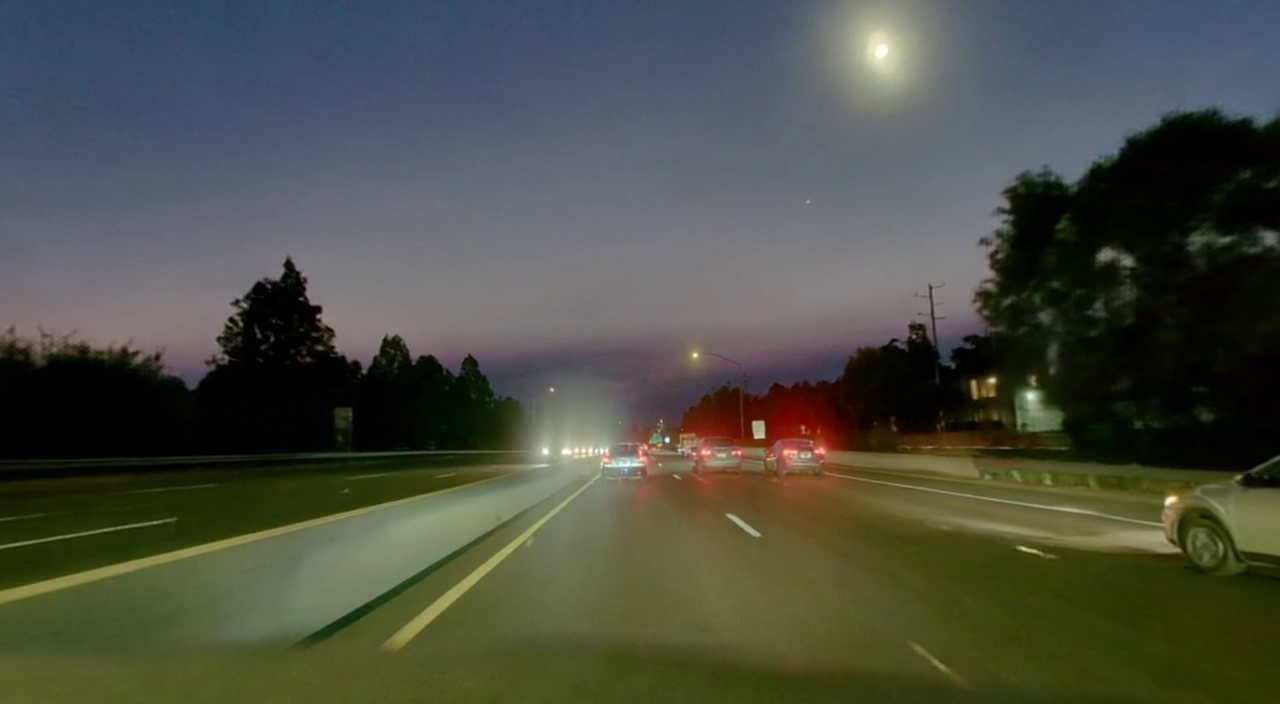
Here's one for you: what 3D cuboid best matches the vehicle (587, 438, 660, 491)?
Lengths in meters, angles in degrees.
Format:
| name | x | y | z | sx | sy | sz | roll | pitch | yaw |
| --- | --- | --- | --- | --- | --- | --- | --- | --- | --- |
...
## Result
| name | x | y | z | sx | sy | sz | roll | pitch | yaw |
| --- | --- | --- | --- | --- | --- | --- | --- | --- | --- |
| vehicle | -0.457 | 3.417 | 19.537 | 2.040 | 1.451 | 3.736 | 0 | -8 | 0 |

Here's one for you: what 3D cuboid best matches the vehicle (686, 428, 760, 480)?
| name | x | y | z | sx | sy | sz | roll | pitch | yaw |
| --- | --- | --- | --- | --- | --- | --- | --- | --- | --- |
| vehicle | 3.181 | 4.043 | 25.254 | 2.186 | 1.842 | 4.553 | 0 | -8 | -2 |
